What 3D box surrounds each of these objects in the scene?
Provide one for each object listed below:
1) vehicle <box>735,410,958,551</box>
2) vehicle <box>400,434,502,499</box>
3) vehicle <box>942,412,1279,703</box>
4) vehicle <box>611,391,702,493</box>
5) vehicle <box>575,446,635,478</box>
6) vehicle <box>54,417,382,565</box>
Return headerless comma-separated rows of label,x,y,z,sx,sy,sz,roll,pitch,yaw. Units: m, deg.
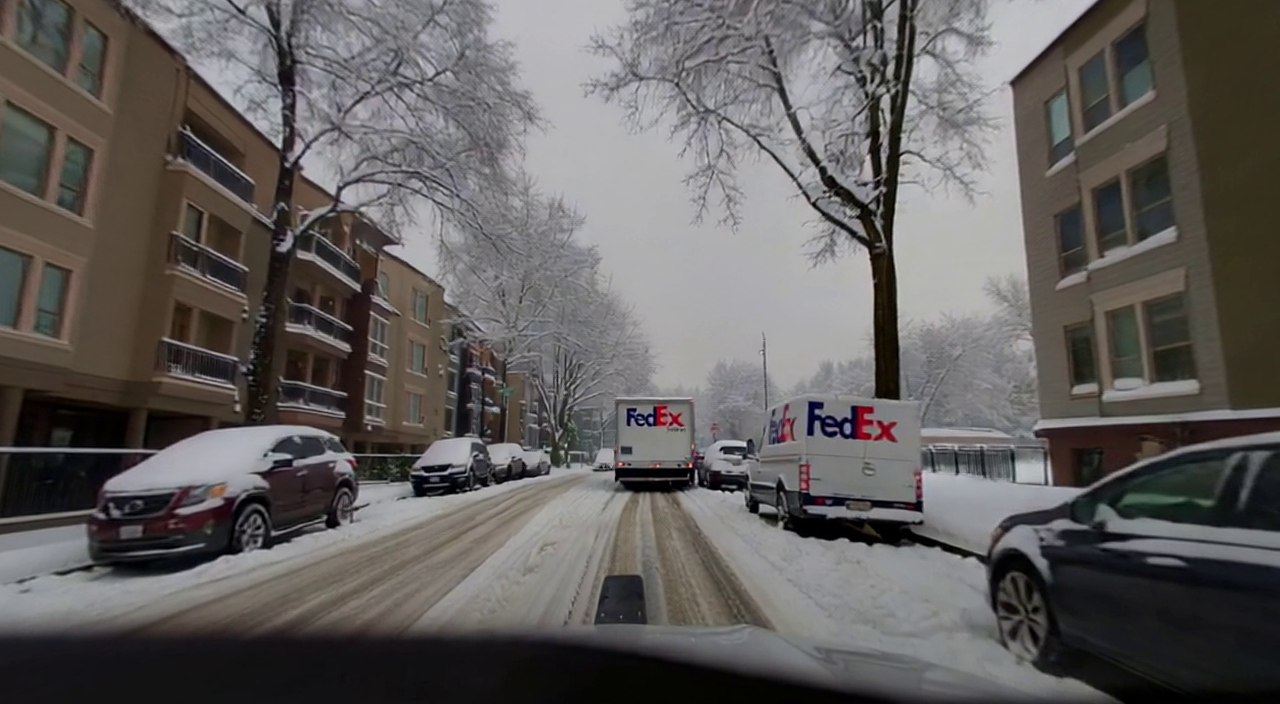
vehicle,3.376,2.249,11.893,2.221,1.991,5.564,0,-8,-1
vehicle,-6.084,3.725,20.973,2.020,1.867,4.654,0,-8,-1
vehicle,3.390,1.052,2.858,1.877,1.500,4.407,0,-8,0
vehicle,0.417,3.489,24.502,2.930,3.275,8.180,0,-8,-1
vehicle,-1.690,5.516,32.004,1.981,1.500,3.992,-2,-9,13
vehicle,-5.968,1.996,9.796,2.089,1.757,4.256,0,-8,0
